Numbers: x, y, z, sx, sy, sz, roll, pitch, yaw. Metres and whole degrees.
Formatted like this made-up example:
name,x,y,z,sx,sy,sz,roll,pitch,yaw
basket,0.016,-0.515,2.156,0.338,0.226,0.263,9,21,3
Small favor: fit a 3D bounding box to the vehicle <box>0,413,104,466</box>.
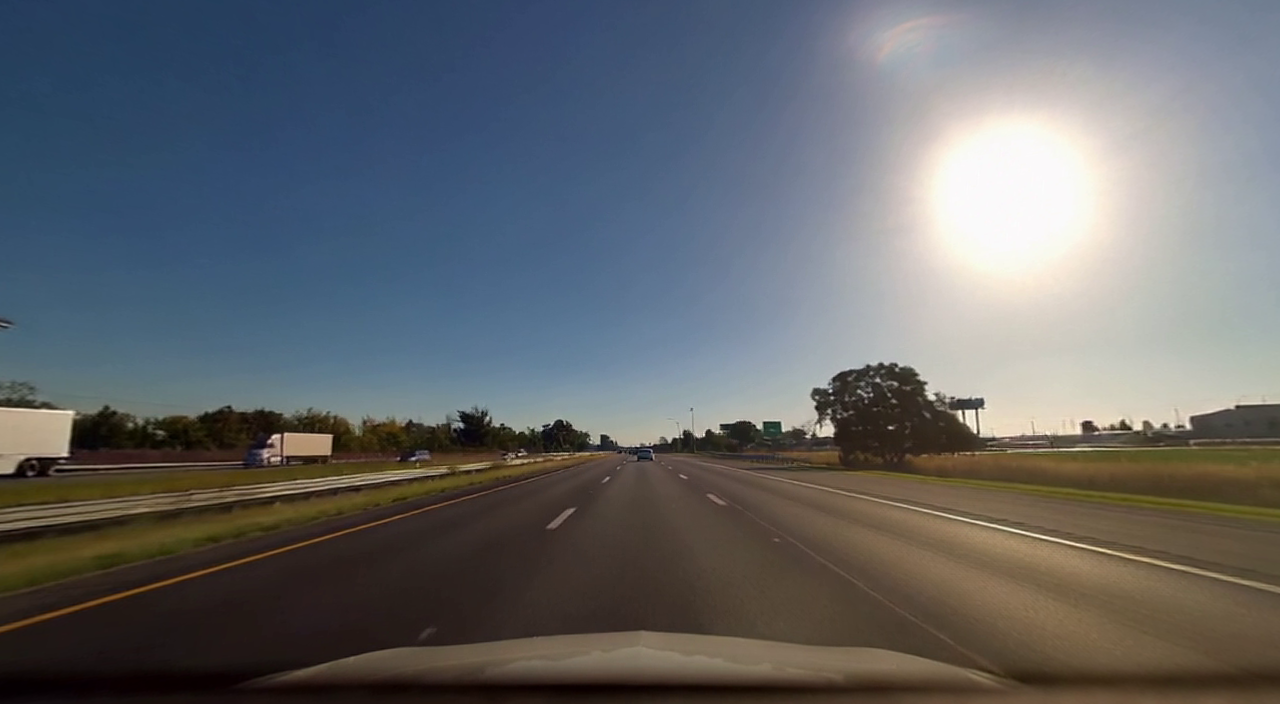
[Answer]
name,x,y,z,sx,sy,sz,roll,pitch,yaw
vehicle,-44.565,5.910,42.389,3.093,3.535,15.819,0,-9,0
